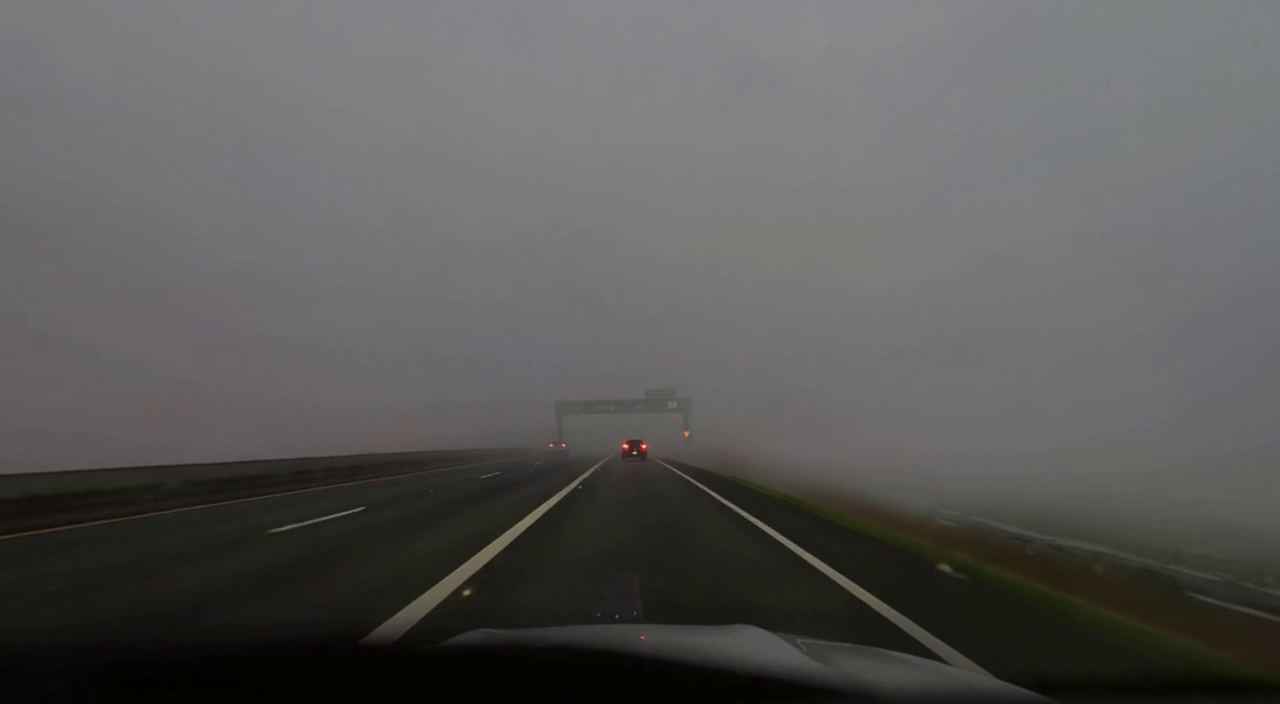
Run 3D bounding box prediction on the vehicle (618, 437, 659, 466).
[{"bbox_3d":[-0.093,5.367,34.130,2.072,1.440,3.690,0,-8,-1],"label":"vehicle"}]
